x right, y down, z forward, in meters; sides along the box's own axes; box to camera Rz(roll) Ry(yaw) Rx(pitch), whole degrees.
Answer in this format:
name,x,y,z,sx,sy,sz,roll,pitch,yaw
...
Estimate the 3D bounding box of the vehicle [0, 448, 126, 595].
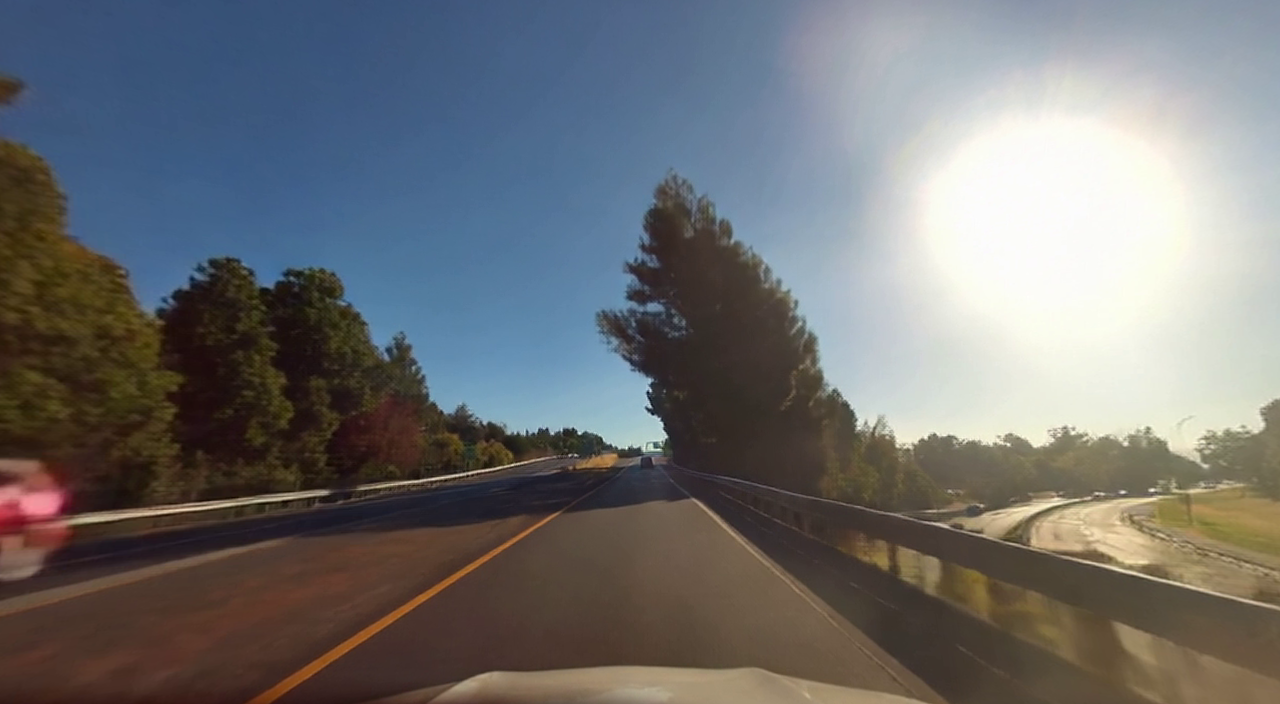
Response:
name,x,y,z,sx,sy,sz,roll,pitch,yaw
vehicle,-7.867,1.769,6.423,2.003,1.554,3.757,0,-9,1
